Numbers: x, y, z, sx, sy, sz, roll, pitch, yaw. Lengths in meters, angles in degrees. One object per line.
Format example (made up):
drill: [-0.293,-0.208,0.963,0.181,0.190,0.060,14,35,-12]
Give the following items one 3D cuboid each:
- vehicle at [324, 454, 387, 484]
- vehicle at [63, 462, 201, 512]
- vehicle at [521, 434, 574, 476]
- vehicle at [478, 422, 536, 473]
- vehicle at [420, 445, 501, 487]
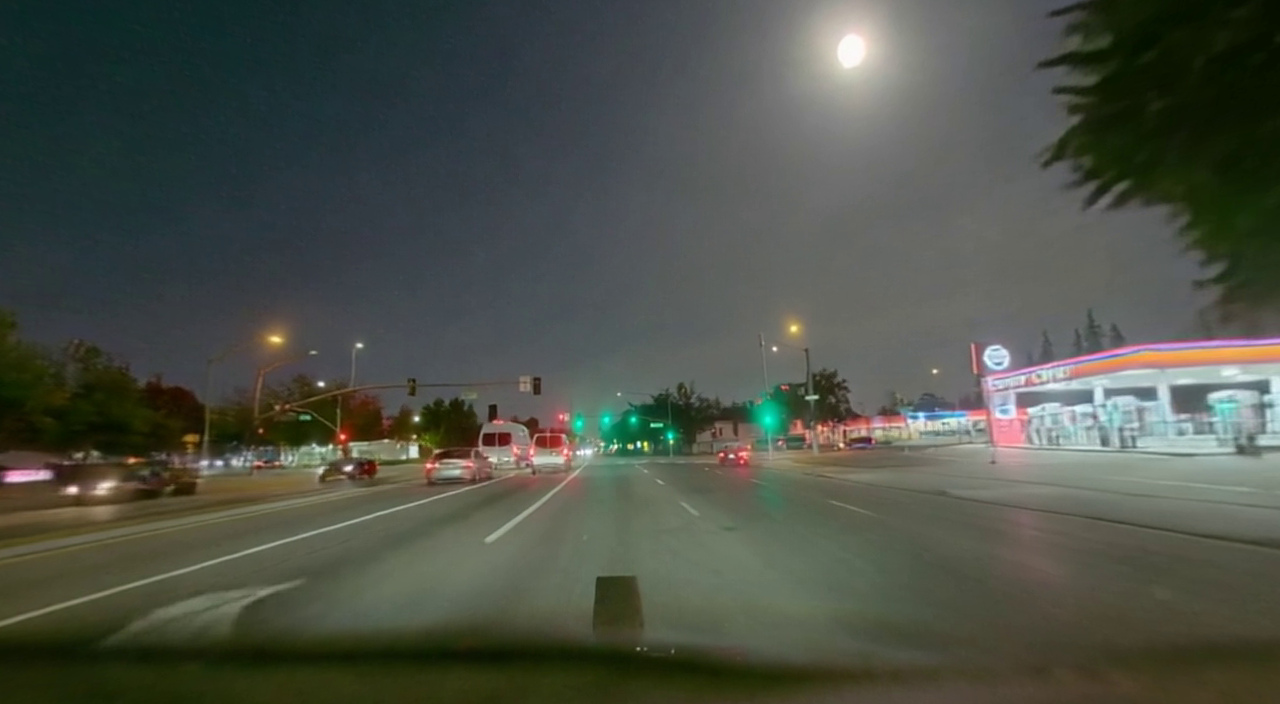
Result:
vehicle: [-17.042,6.985,38.045,2.045,1.621,4.220,0,-9,-4]
vehicle: [-19.941,5.270,25.116,1.930,1.659,4.364,0,-9,-2]
vehicle: [-4.734,5.390,33.279,2.206,2.007,5.190,0,-9,-2]
vehicle: [-7.649,5.579,36.942,2.405,2.696,5.561,0,-9,-3]
vehicle: [-7.031,4.504,25.314,1.993,1.490,4.768,0,-9,-2]
